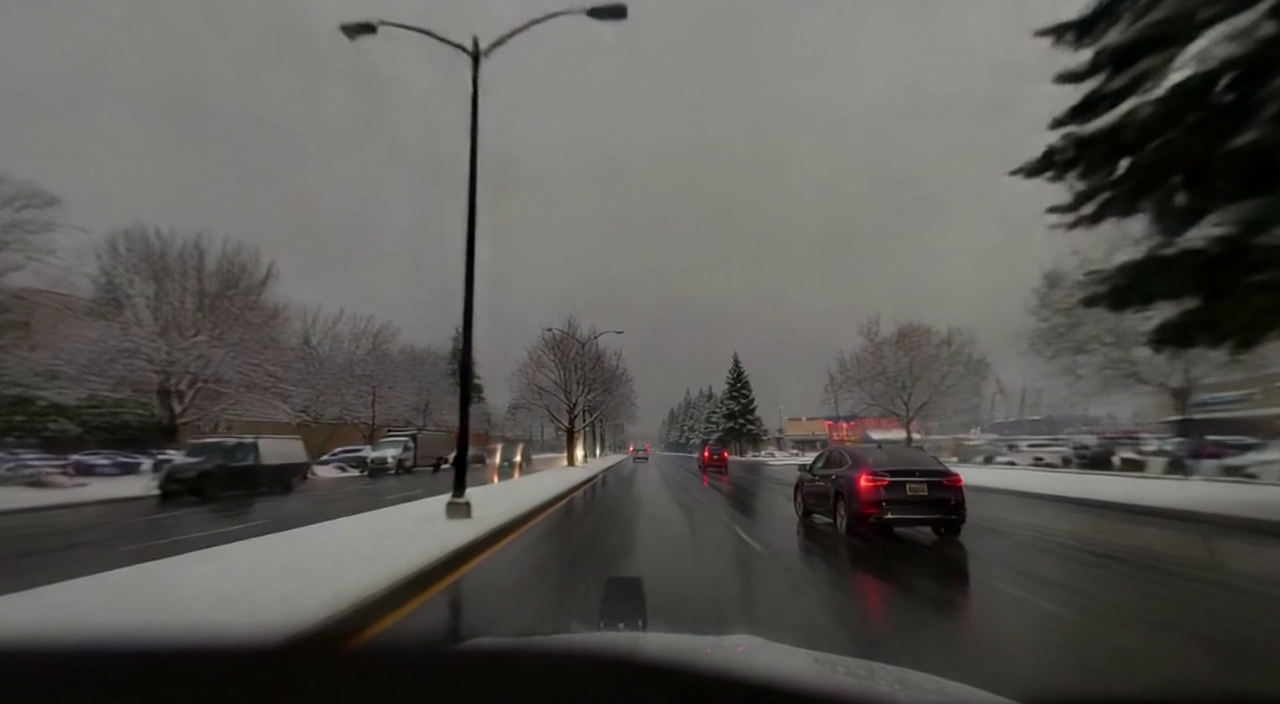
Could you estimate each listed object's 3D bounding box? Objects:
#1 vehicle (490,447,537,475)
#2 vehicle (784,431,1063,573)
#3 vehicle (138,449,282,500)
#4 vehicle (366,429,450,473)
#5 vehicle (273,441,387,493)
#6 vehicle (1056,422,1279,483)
[{"bbox_3d":[-7.126,6.169,35.797,1.923,1.471,4.646,0,-9,-3],"label":"vehicle"},{"bbox_3d":[3.559,1.949,8.999,1.935,1.501,4.384,0,-9,0],"label":"vehicle"},{"bbox_3d":[-15.365,4.360,22.801,1.936,1.612,4.585,0,-9,0],"label":"vehicle"},{"bbox_3d":[-18.089,7.845,49.763,3.043,2.916,9.736,-4,-9,-1],"label":"vehicle"},{"bbox_3d":[-11.926,4.435,24.582,2.145,1.807,4.486,0,-9,0],"label":"vehicle"},{"bbox_3d":[17.541,3.347,20.965,5.497,1.794,2.333,-1,-8,1],"label":"vehicle"}]
